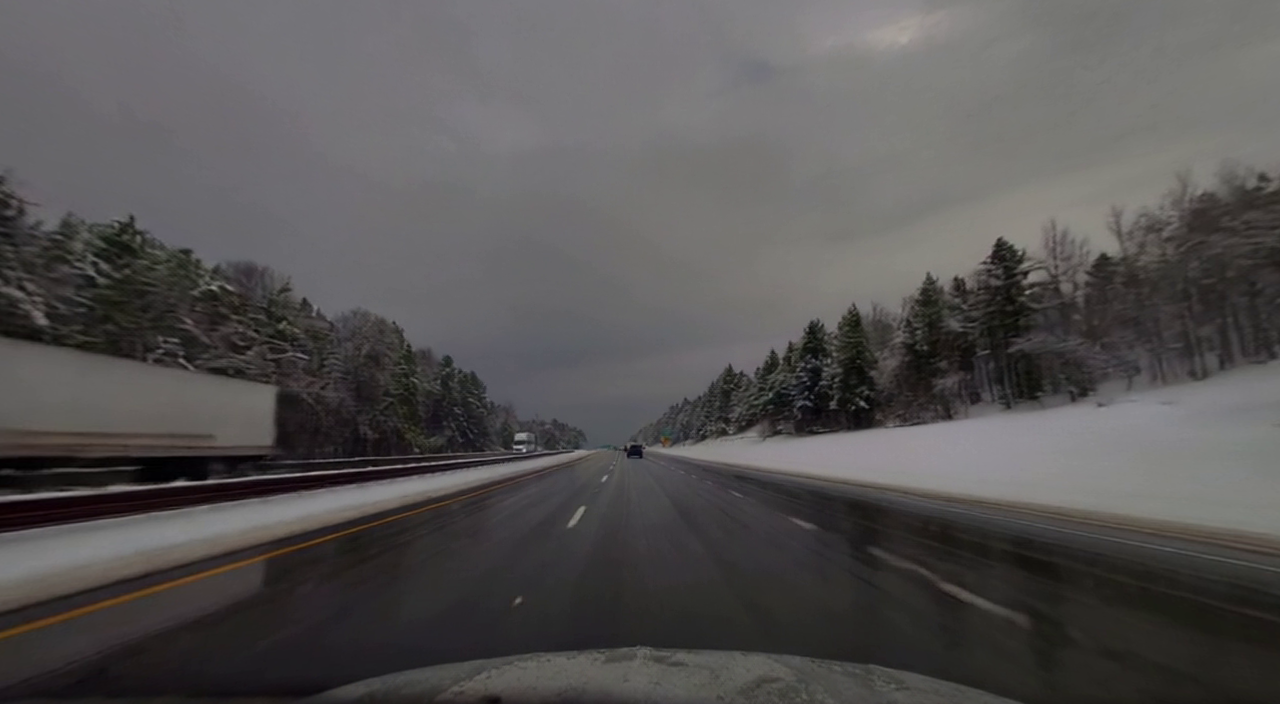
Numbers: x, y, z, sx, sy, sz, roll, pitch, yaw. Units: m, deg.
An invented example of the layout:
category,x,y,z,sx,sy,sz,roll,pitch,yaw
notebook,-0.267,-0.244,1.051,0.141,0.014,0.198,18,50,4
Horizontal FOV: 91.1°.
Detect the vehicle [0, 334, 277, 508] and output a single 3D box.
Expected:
category,x,y,z,sx,sy,sz,roll,pitch,yaw
vehicle,-16.838,2.329,19.467,3.058,4.084,14.014,0,-9,-1
